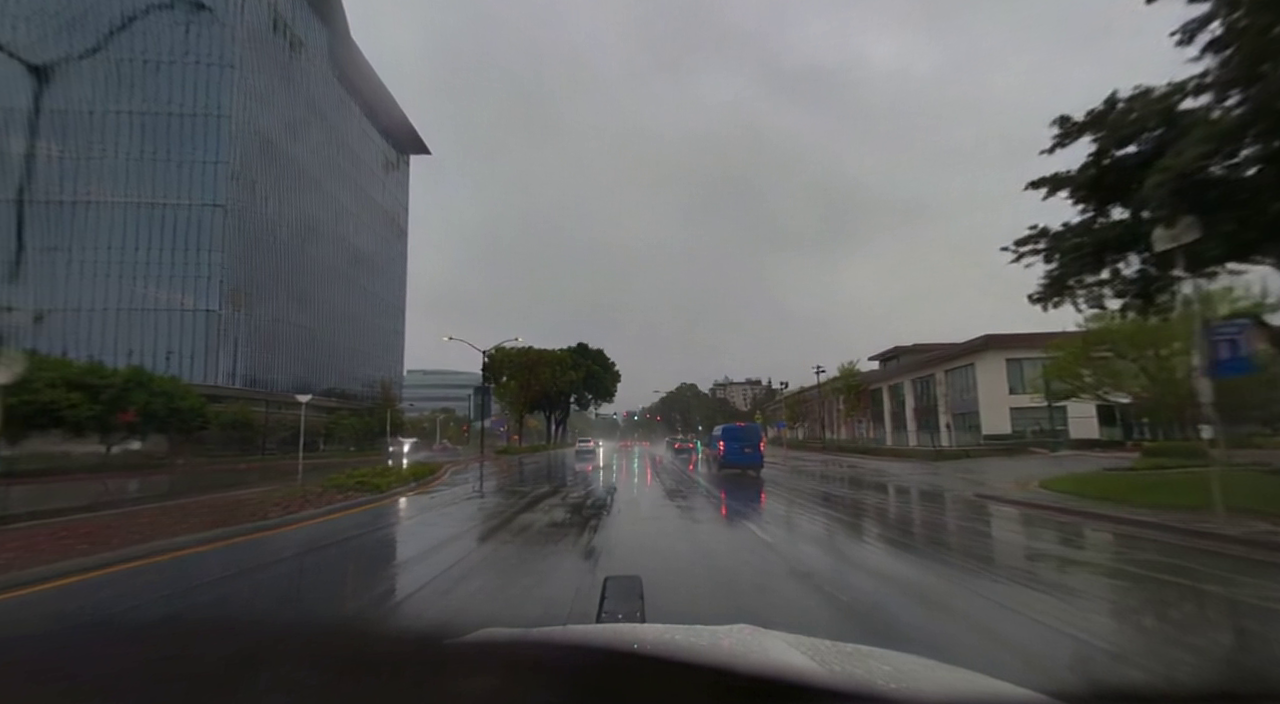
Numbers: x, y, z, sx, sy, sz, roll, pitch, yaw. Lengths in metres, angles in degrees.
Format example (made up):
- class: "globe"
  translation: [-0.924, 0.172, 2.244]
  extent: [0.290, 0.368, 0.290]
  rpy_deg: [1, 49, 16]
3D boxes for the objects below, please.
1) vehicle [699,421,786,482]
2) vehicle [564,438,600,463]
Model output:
- class: "vehicle"
  translation: [3.490, 3.537, 22.538]
  extent: [2.200, 1.914, 5.145]
  rpy_deg: [0, -8, 0]
- class: "vehicle"
  translation: [-3.610, 6.214, 39.791]
  extent: [1.864, 1.464, 4.195]
  rpy_deg: [0, -8, 1]
